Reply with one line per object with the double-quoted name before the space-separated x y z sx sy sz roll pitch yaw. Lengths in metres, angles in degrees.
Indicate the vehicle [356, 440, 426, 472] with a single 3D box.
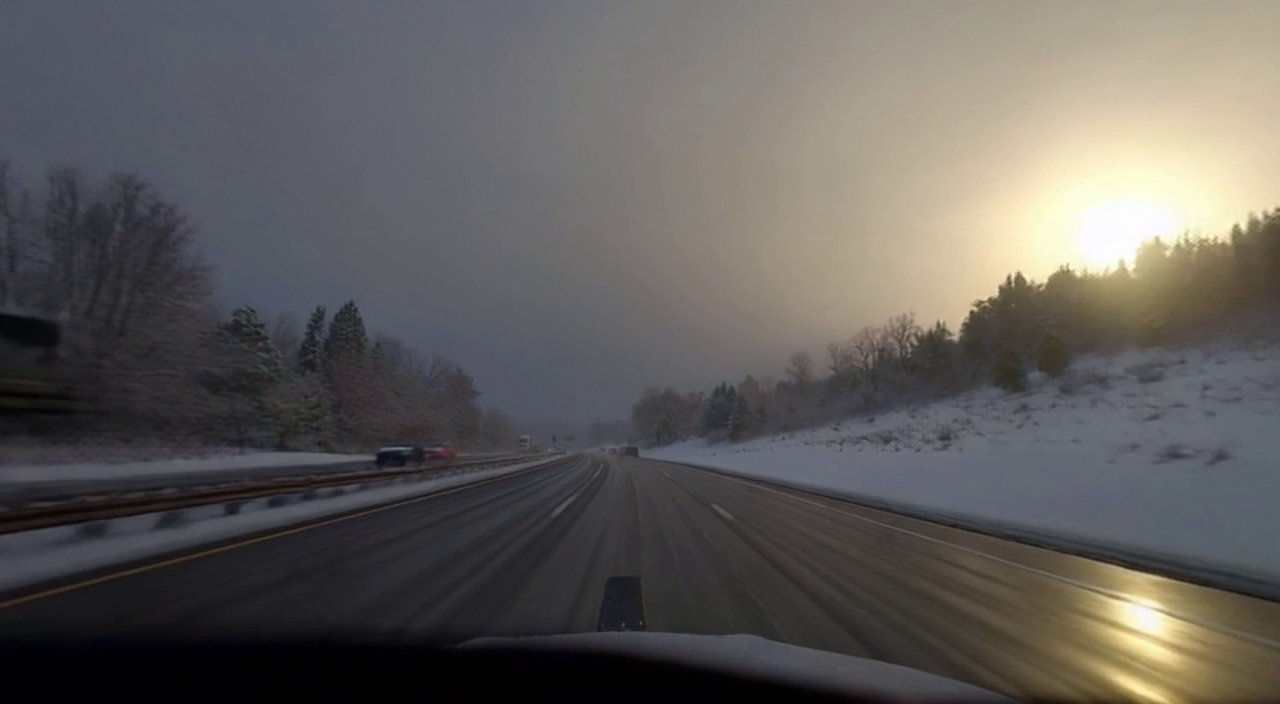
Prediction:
"vehicle" -12.818 5.366 32.701 2.167 1.558 3.727 0 -9 -2
